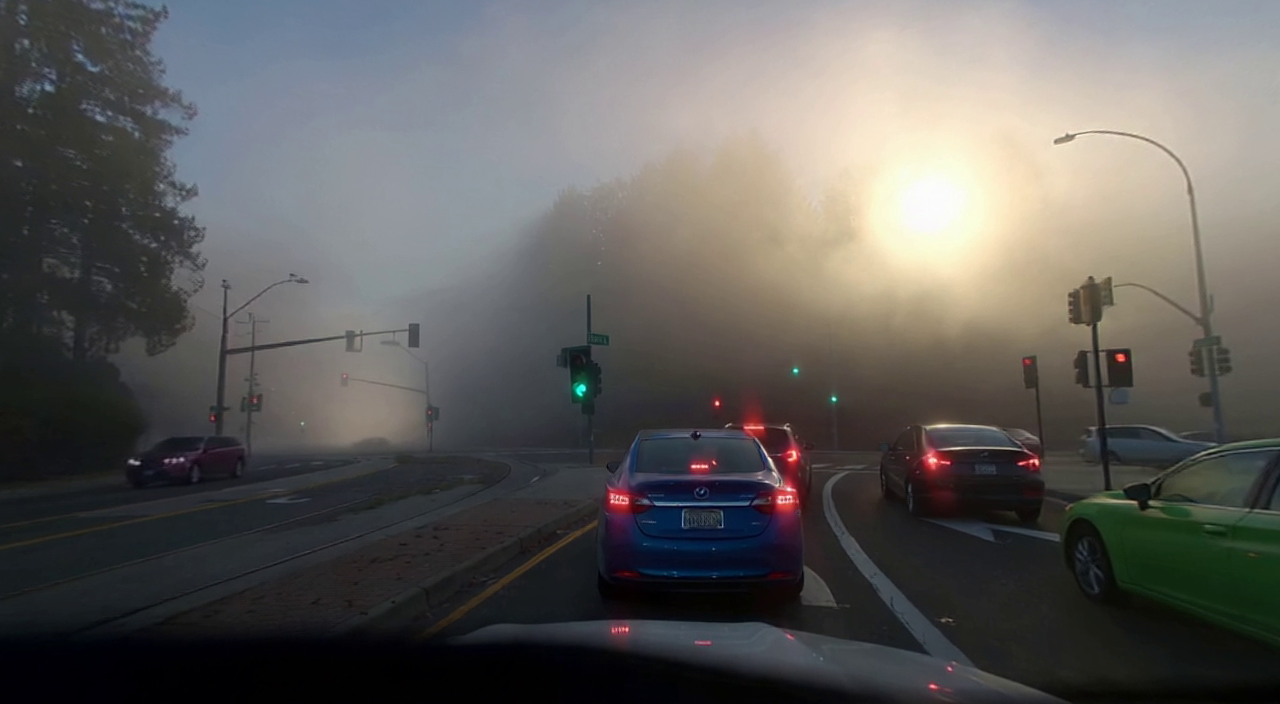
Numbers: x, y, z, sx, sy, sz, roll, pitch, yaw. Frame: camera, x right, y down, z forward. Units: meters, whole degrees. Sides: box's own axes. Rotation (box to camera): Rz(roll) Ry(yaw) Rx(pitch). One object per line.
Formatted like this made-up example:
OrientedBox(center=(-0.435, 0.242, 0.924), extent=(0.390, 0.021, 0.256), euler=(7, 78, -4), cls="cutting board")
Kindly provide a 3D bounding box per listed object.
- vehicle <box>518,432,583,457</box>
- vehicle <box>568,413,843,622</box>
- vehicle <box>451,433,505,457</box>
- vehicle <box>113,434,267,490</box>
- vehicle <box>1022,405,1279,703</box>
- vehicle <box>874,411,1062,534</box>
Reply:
OrientedBox(center=(-5.973, 6.110, 41.543), extent=(1.932, 1.573, 4.509), euler=(8, -11, -44), cls="vehicle")
OrientedBox(center=(0.851, 1.498, 6.695), extent=(2.052, 1.483, 3.928), euler=(-2, -8, 12), cls="vehicle")
OrientedBox(center=(-12.479, 7.121, 48.192), extent=(1.972, 1.705, 4.457), euler=(8, -11, -44), cls="vehicle")
OrientedBox(center=(-13.287, 3.246, 18.982), extent=(1.976, 1.458, 4.645), euler=(2, -8, -12), cls="vehicle")
OrientedBox(center=(4.238, 1.060, 3.369), extent=(1.954, 1.508, 4.441), euler=(-1, -8, 6), cls="vehicle")
OrientedBox(center=(5.529, 2.046, 11.292), extent=(2.102, 1.717, 4.373), euler=(-2, -9, 16), cls="vehicle")
